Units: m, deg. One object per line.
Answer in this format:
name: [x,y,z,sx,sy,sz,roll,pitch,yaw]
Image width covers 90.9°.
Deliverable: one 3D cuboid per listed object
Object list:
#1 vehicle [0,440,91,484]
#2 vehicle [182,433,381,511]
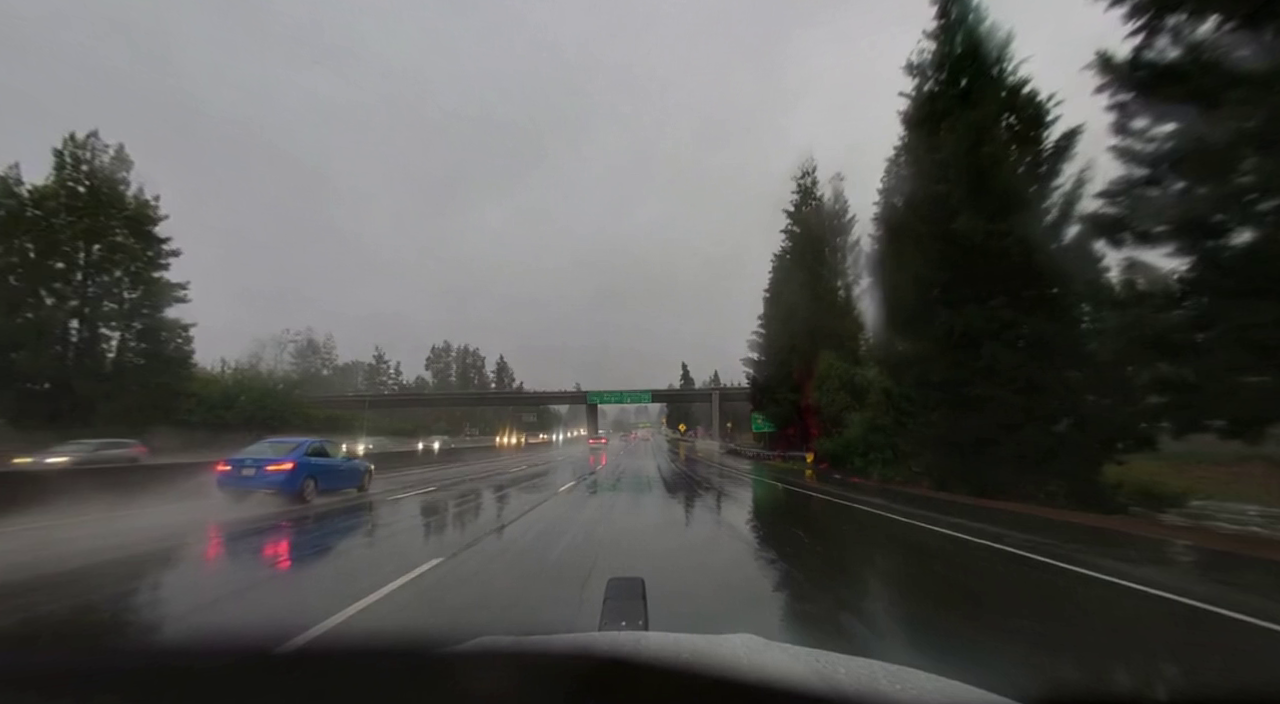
vehicle: [-21.728,3.819,22.111,1.655,1.420,3.524,0,-8,1]
vehicle: [-7.796,2.636,14.304,1.987,1.486,4.174,0,-8,1]
